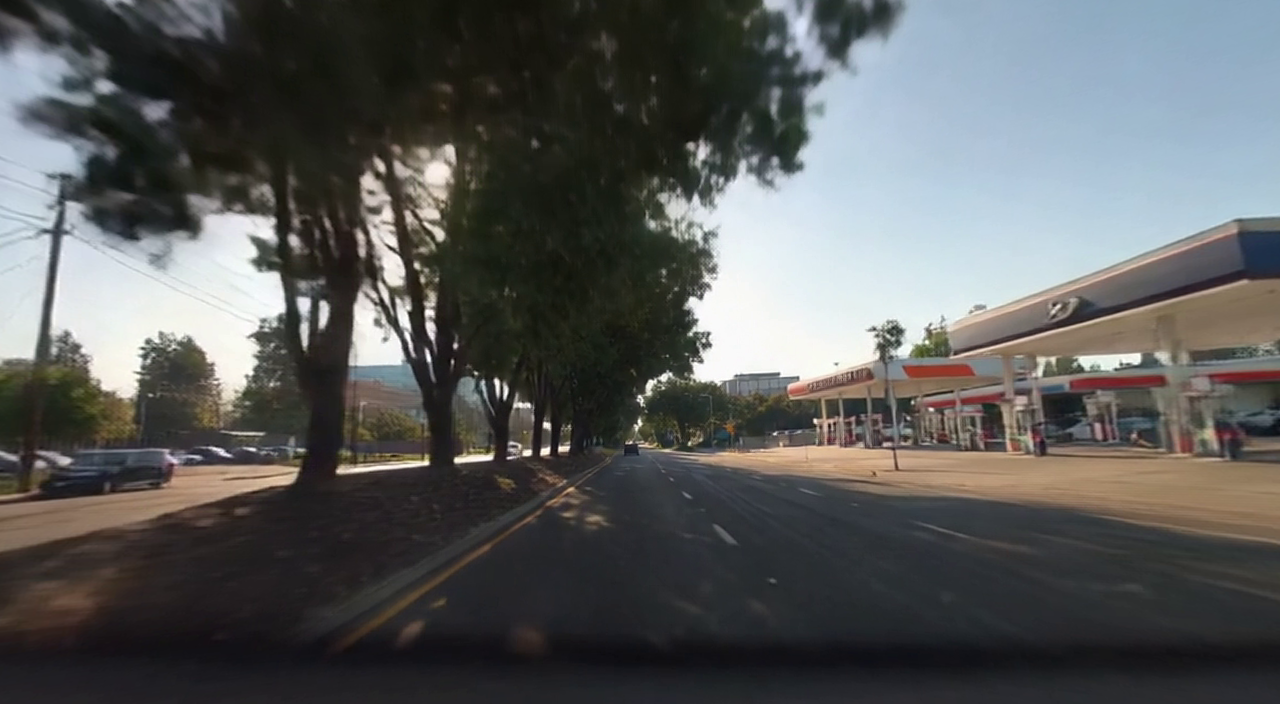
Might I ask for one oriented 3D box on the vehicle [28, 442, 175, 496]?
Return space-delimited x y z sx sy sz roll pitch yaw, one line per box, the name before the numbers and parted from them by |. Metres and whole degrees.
vehicle | -22.174 4.785 26.357 2.076 1.927 4.749 -2 -8 -2
